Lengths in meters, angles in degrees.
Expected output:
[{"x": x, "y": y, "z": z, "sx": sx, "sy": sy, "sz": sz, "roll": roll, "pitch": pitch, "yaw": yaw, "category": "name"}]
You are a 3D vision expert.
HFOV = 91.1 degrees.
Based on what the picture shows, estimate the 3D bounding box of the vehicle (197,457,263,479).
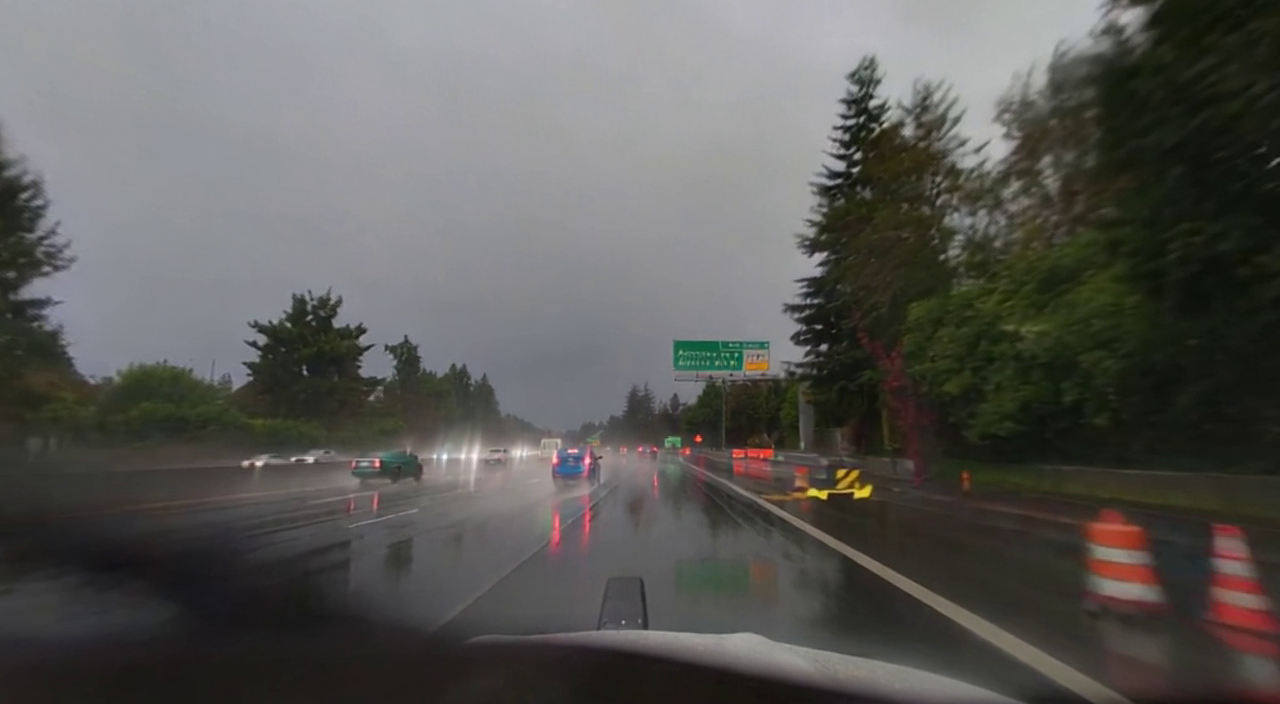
[{"x": -31.327, "y": 8.871, "z": 48.108, "sx": 1.892, "sy": 1.484, "sz": 4.584, "roll": 0, "pitch": -9, "yaw": 0, "category": "vehicle"}]

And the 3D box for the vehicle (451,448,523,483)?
[{"x": -6.813, "y": 5.086, "z": 28.476, "sx": 1.951, "sy": 1.439, "sz": 4.633, "roll": 0, "pitch": -9, "yaw": 2, "category": "vehicle"}]

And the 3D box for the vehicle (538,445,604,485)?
[{"x": -2.686, "y": 4.515, "z": 25.538, "sx": 1.963, "sy": 1.462, "sz": 4.681, "roll": 0, "pitch": -9, "yaw": 2, "category": "vehicle"}]

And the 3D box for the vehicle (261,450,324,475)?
[{"x": -27.120, "y": 8.616, "z": 49.221, "sx": 2.072, "sy": 1.875, "sz": 4.825, "roll": 0, "pitch": -9, "yaw": 1, "category": "vehicle"}]

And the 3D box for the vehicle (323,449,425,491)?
[{"x": -10.399, "y": 4.608, "z": 24.974, "sx": 1.946, "sy": 1.472, "sz": 4.472, "roll": 0, "pitch": -9, "yaw": 2, "category": "vehicle"}]
